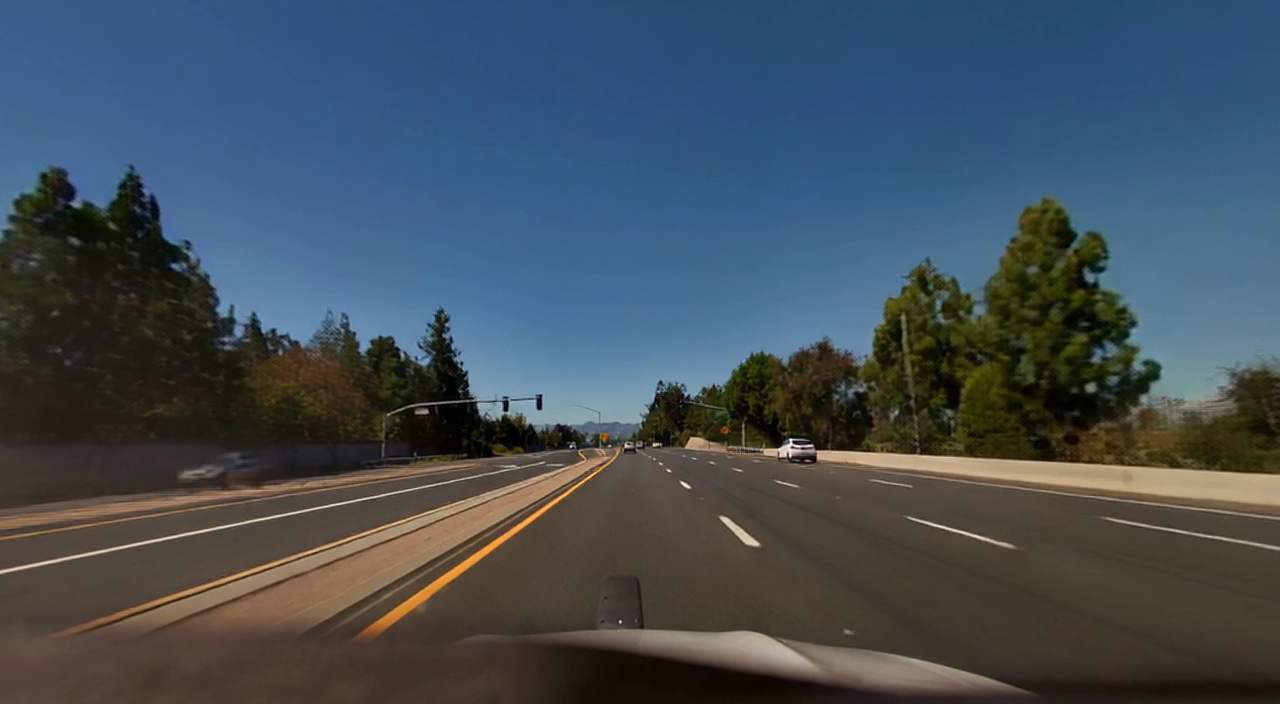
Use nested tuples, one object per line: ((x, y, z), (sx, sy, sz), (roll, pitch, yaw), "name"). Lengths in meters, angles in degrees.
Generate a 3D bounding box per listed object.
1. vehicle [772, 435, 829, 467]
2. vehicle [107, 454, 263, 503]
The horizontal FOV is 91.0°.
((9.652, 6.003, 38.324), (2.170, 1.830, 4.720), (0, -9, -1), "vehicle")
((-15.576, 4.321, 21.956), (1.972, 1.473, 4.632), (0, -8, 0), "vehicle")
